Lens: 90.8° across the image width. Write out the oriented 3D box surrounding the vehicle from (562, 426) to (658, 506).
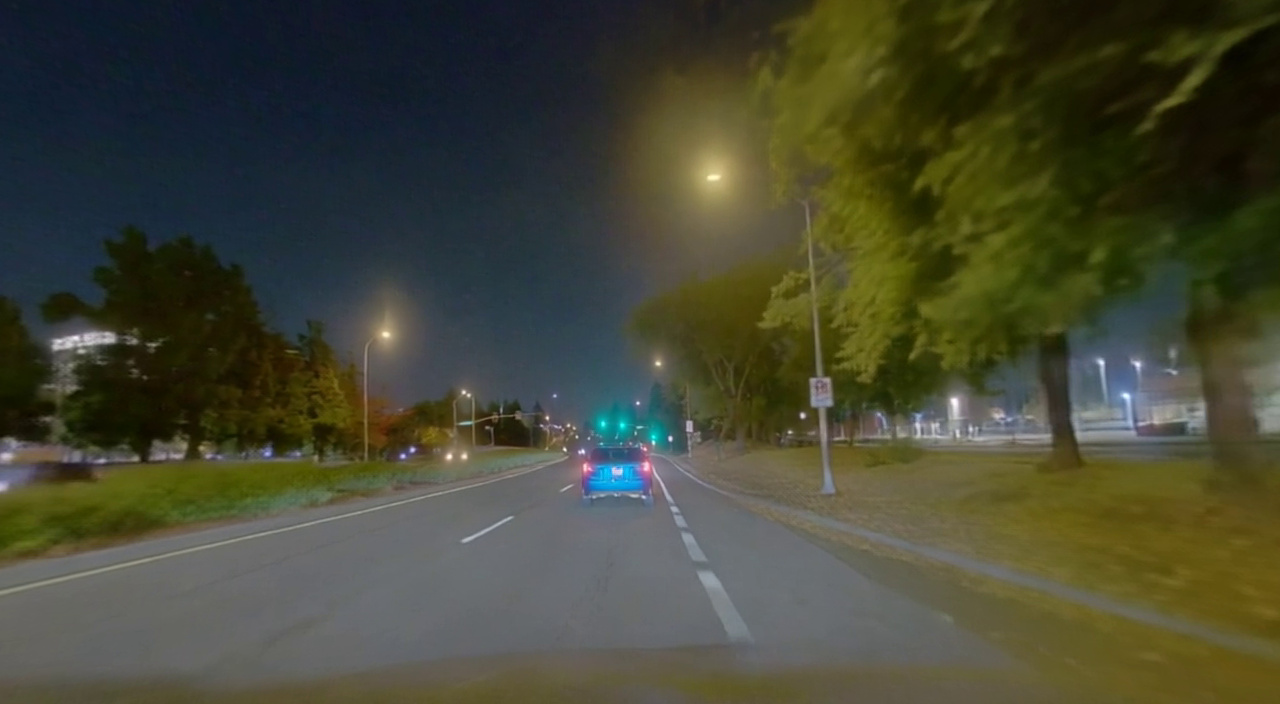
[{"bbox_3d":[-0.689,2.877,16.321,2.131,1.761,4.242,0,-8,0],"label":"vehicle"}]
